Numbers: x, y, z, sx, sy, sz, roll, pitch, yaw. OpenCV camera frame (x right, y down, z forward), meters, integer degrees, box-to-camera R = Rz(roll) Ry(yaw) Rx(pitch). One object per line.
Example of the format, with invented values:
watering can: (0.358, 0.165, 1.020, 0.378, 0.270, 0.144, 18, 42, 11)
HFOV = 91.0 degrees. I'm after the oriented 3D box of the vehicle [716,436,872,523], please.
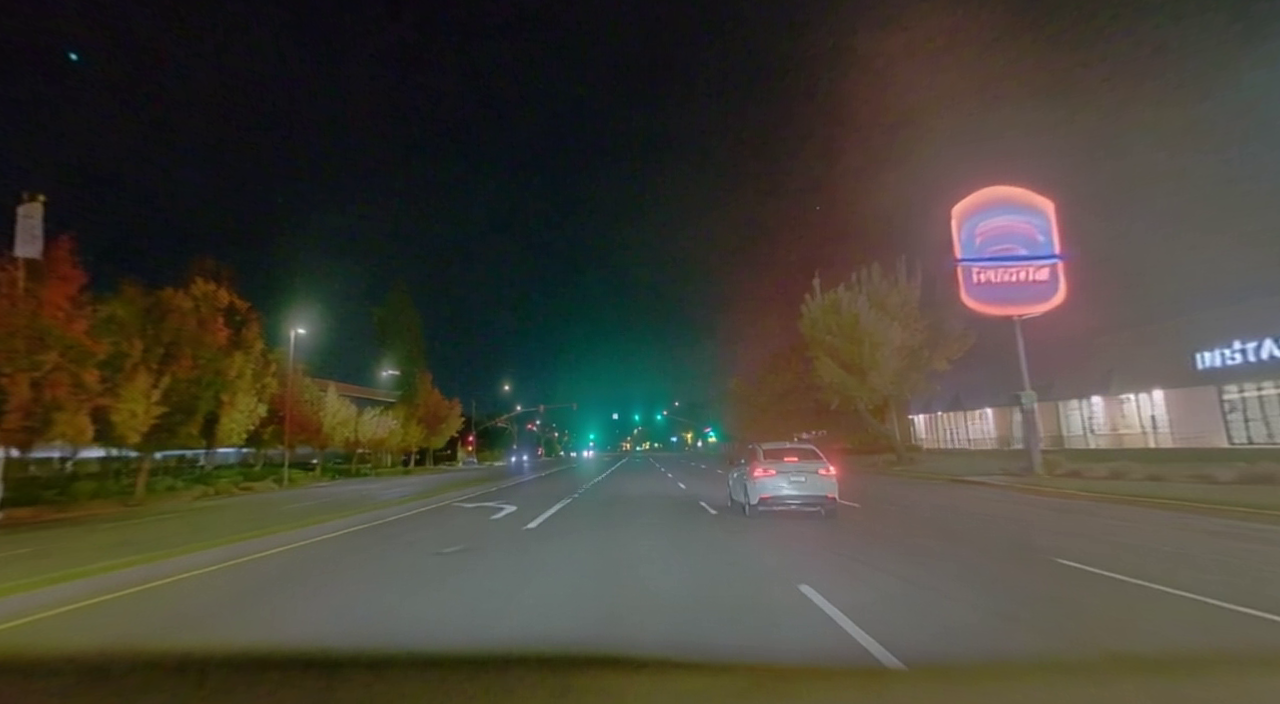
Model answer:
vehicle: (2.914, 2.531, 13.073, 2.015, 1.479, 4.444, 0, -9, -1)
